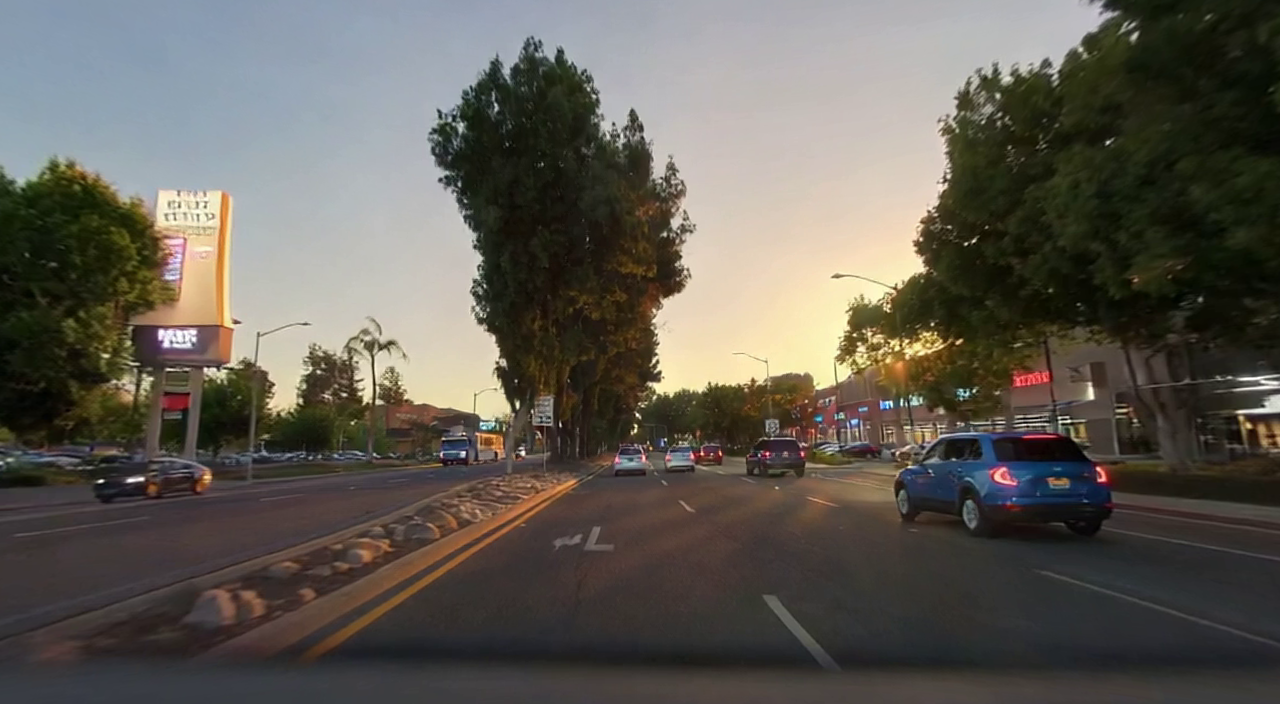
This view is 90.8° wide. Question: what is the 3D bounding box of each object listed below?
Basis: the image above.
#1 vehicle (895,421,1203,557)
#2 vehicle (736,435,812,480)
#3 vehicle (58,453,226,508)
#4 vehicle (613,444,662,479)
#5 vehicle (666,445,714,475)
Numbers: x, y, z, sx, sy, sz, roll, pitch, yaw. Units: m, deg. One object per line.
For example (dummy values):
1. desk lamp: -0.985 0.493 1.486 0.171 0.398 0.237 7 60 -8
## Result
1. vehicle: 5.925 2.007 9.976 1.949 1.647 4.261 0 -8 -1
2. vehicle: 5.801 4.617 28.004 2.140 1.811 4.593 0 -8 -3
3. vehicle: -15.745 4.040 20.328 1.950 1.521 4.255 0 -8 -1
4. vehicle: -0.141 4.877 28.464 2.056 1.440 3.798 0 -8 -1
5. vehicle: 2.437 5.399 31.786 1.970 1.402 3.756 0 -8 -2
